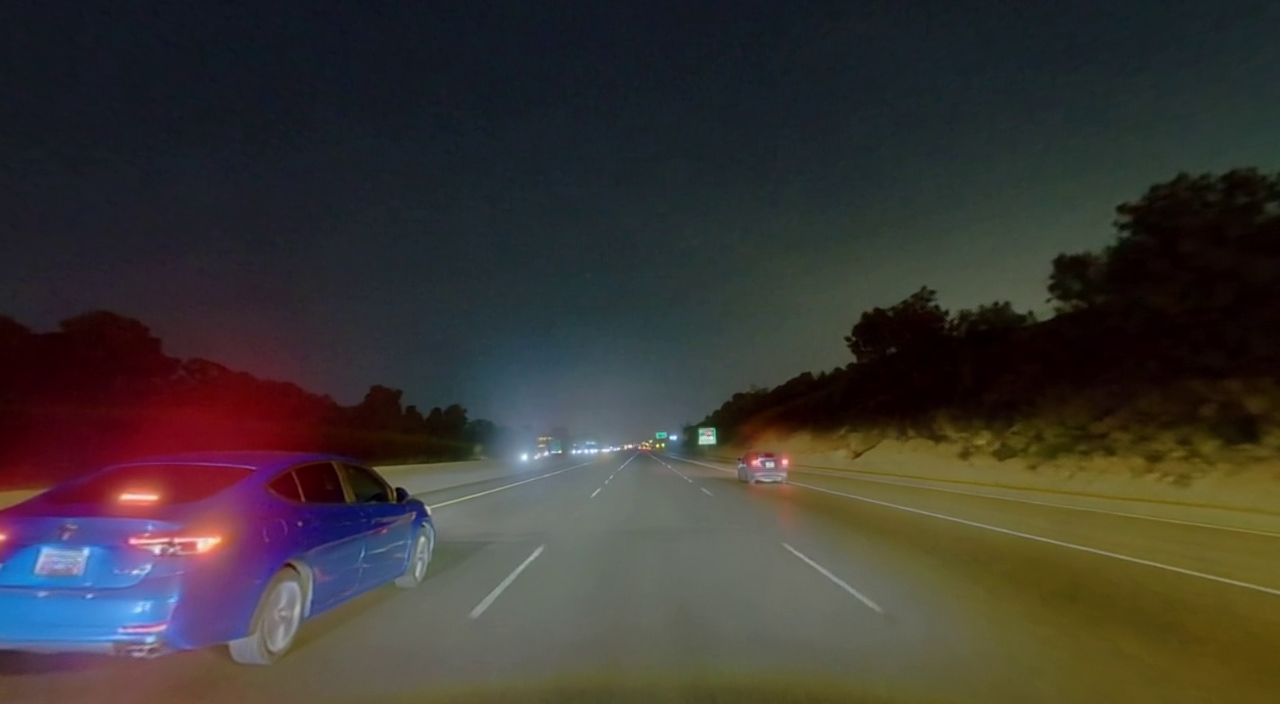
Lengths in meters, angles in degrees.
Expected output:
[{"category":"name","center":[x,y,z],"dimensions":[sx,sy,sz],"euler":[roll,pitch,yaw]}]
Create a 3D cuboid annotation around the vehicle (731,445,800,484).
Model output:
[{"category":"vehicle","center":[5.090,4.612,26.114],"dimensions":[1.967,1.472,3.751],"euler":[0,-9,-2]}]
